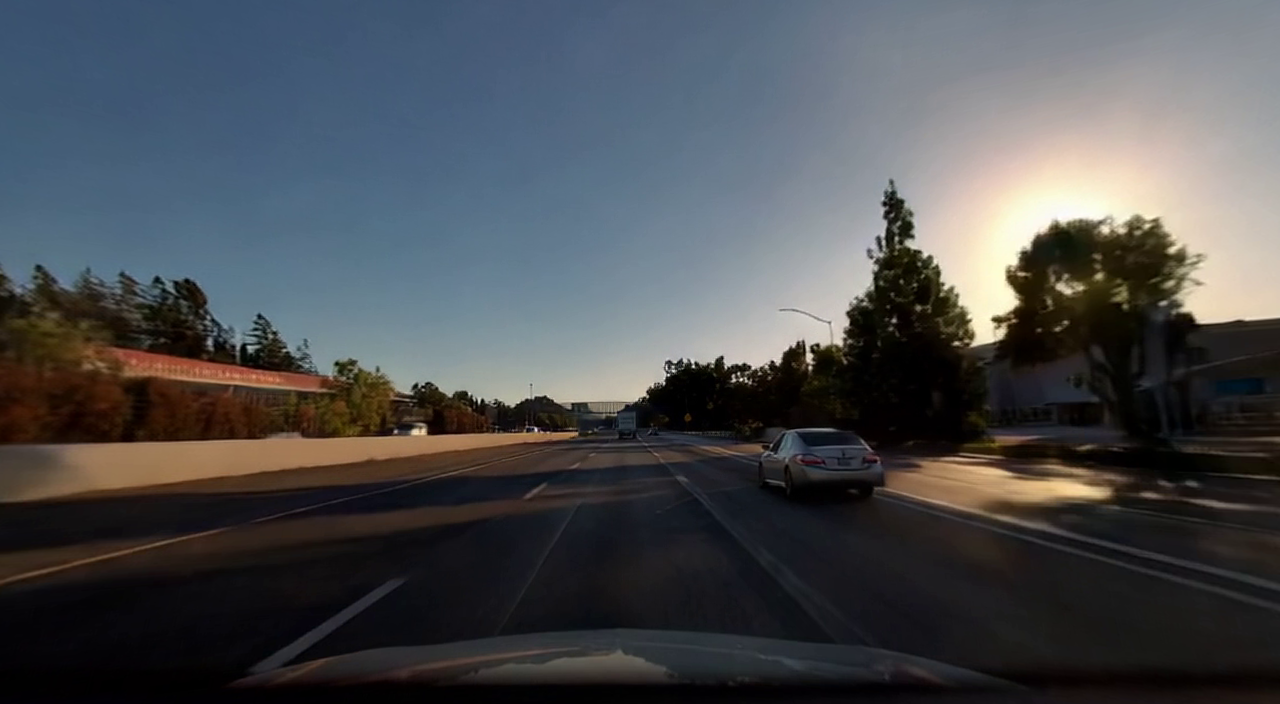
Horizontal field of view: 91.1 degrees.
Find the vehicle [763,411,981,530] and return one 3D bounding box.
[{"bbox_3d":[3.475,1.843,10.366,1.973,1.563,3.959,0,-8,-2],"label":"vehicle"}]

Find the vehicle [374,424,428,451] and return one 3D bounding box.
[{"bbox_3d":[-17.434,6.266,46.111,2.102,1.837,4.818,0,-8,-1],"label":"vehicle"}]
